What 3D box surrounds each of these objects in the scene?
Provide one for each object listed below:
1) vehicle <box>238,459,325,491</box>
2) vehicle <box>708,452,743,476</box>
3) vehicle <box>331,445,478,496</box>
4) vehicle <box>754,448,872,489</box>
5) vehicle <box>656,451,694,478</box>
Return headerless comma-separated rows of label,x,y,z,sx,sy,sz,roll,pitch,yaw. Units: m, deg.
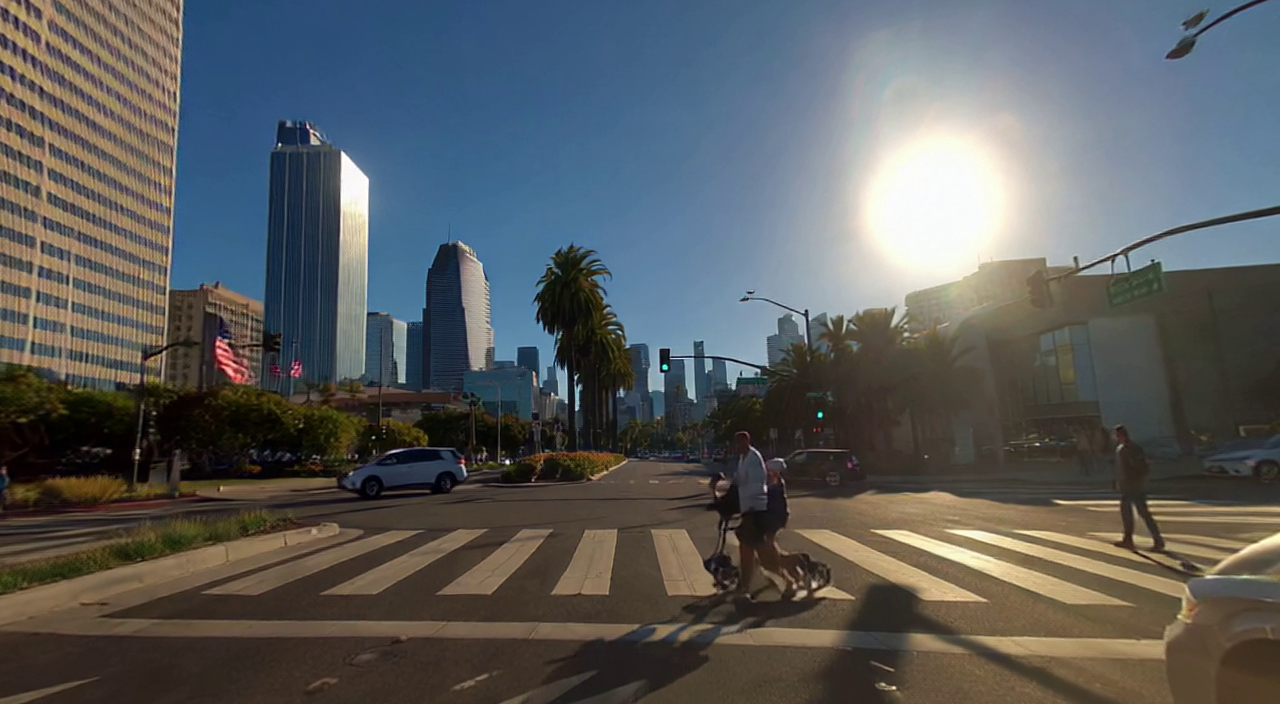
vehicle,-19.948,6.859,35.413,2.069,1.540,4.774,0,-8,0
vehicle,6.556,8.581,48.688,2.176,1.690,4.138,0,-8,1
vehicle,-7.991,4.048,21.904,4.499,1.594,1.898,2,-9,-13
vehicle,7.183,4.795,26.368,4.273,1.525,2.000,-6,-10,32
vehicle,2.512,8.222,46.501,2.325,1.810,4.827,0,-8,-2
